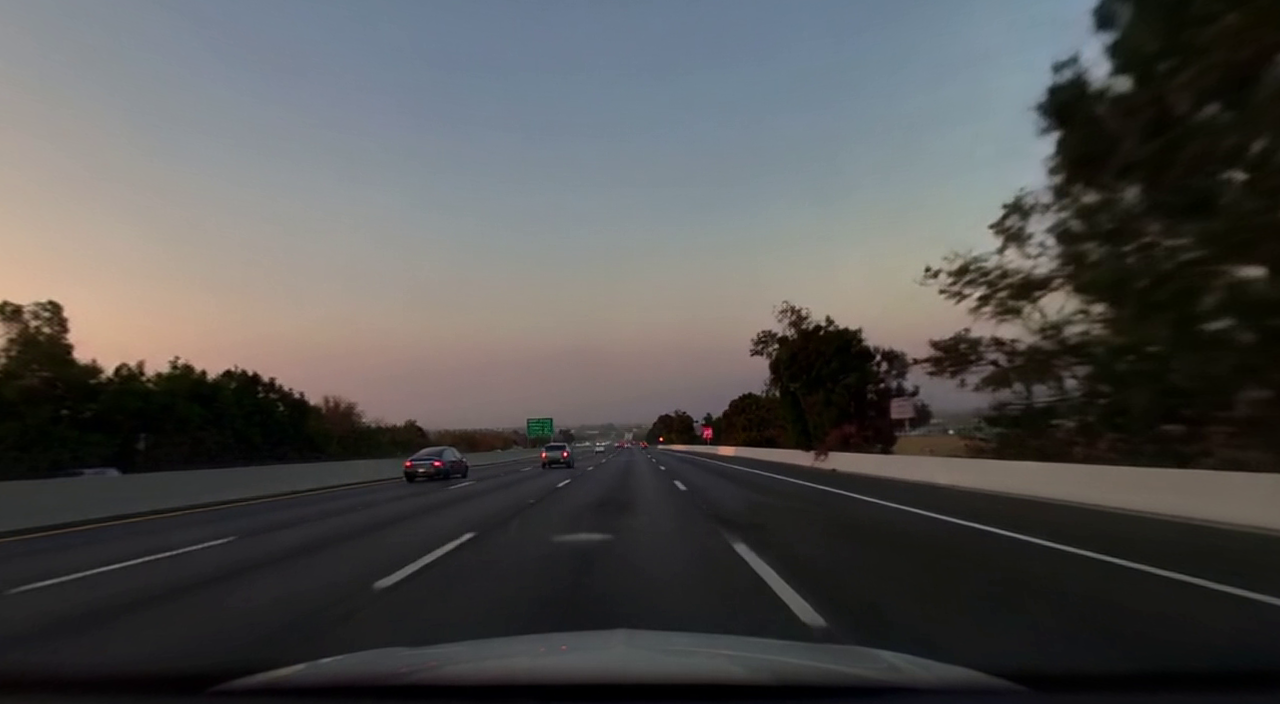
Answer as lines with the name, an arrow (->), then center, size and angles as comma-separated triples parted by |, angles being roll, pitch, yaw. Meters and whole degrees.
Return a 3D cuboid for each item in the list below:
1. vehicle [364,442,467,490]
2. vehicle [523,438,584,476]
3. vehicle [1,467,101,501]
vehicle -> -7.889, 4.004, 22.647 | 1.924, 1.519, 4.791 | -1, -8, 0
vehicle -> -4.079, 5.017, 30.558 | 2.200, 1.662, 5.091 | -1, -8, 0
vehicle -> -31.519, 7.041, 33.826 | 1.715, 1.540, 3.744 | 0, -8, -1
